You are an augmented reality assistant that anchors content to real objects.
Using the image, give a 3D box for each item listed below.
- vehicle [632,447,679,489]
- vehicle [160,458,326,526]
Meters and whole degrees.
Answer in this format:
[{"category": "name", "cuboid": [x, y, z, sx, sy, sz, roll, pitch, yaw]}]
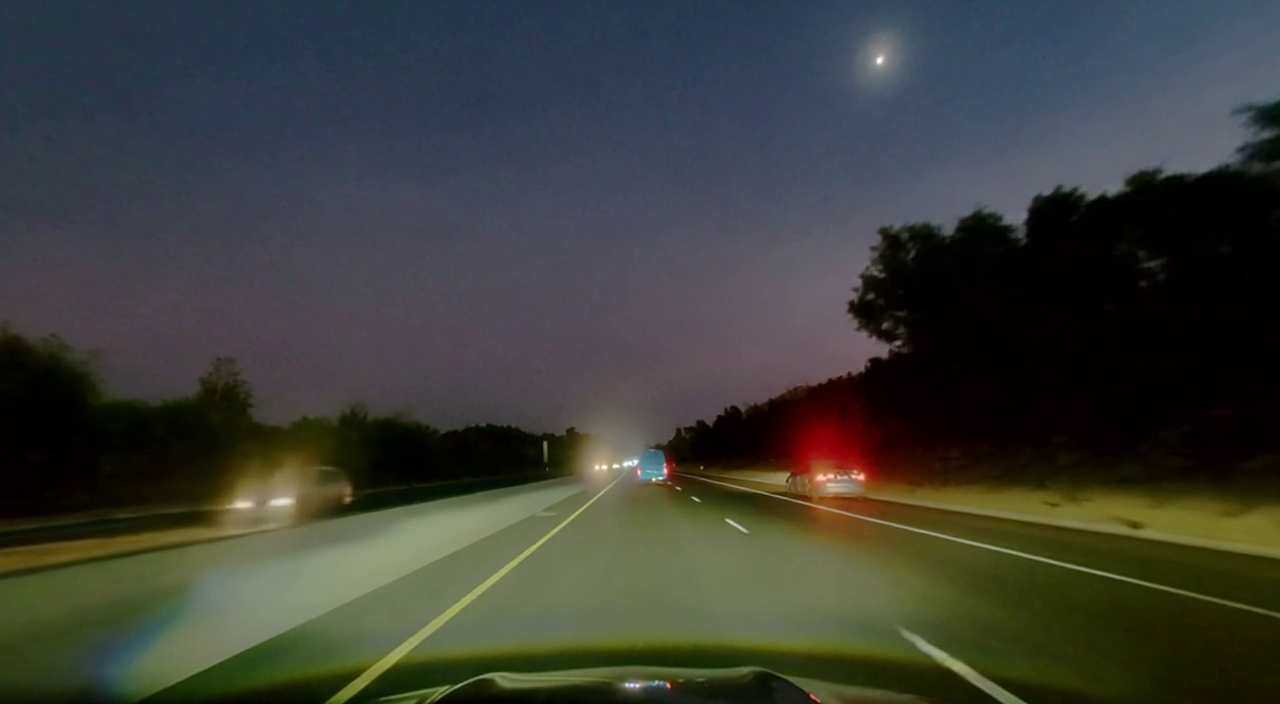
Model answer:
[{"category": "vehicle", "cuboid": [0.821, 6.690, 36.367, 2.429, 2.167, 4.558, 1, -11, -2]}, {"category": "vehicle", "cuboid": [-11.745, 4.162, 19.139, 2.023, 1.743, 4.528, 1, -10, 0]}]
